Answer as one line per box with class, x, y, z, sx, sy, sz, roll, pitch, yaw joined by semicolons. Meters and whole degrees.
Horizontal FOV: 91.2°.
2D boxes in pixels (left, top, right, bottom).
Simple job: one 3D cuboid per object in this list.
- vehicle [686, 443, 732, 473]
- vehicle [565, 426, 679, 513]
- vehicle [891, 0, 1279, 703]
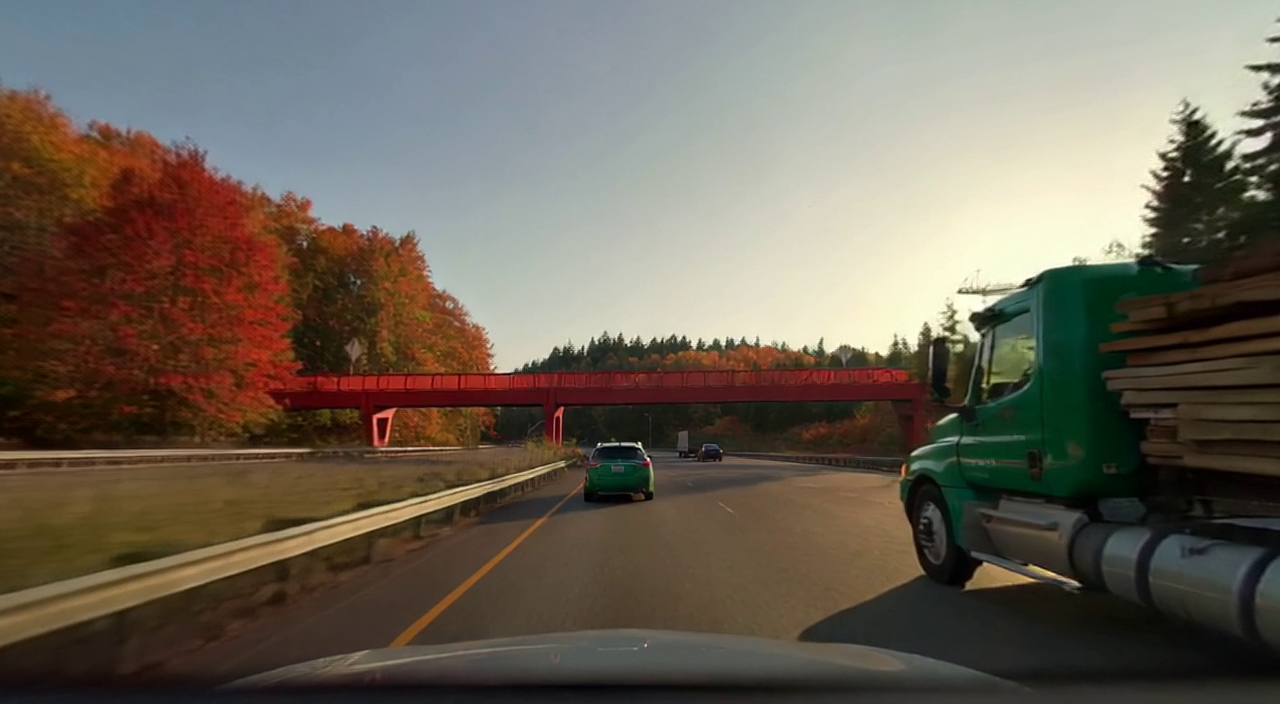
vehicle;3.690;5.714;34.021;1.894;1.487;3.751;0;-9;-2
vehicle;-0.370;2.662;14.574;2.259;1.699;4.015;0;-9;0
vehicle;4.191;-0.291;1.960;2.992;3.920;8.831;0;-9;0
